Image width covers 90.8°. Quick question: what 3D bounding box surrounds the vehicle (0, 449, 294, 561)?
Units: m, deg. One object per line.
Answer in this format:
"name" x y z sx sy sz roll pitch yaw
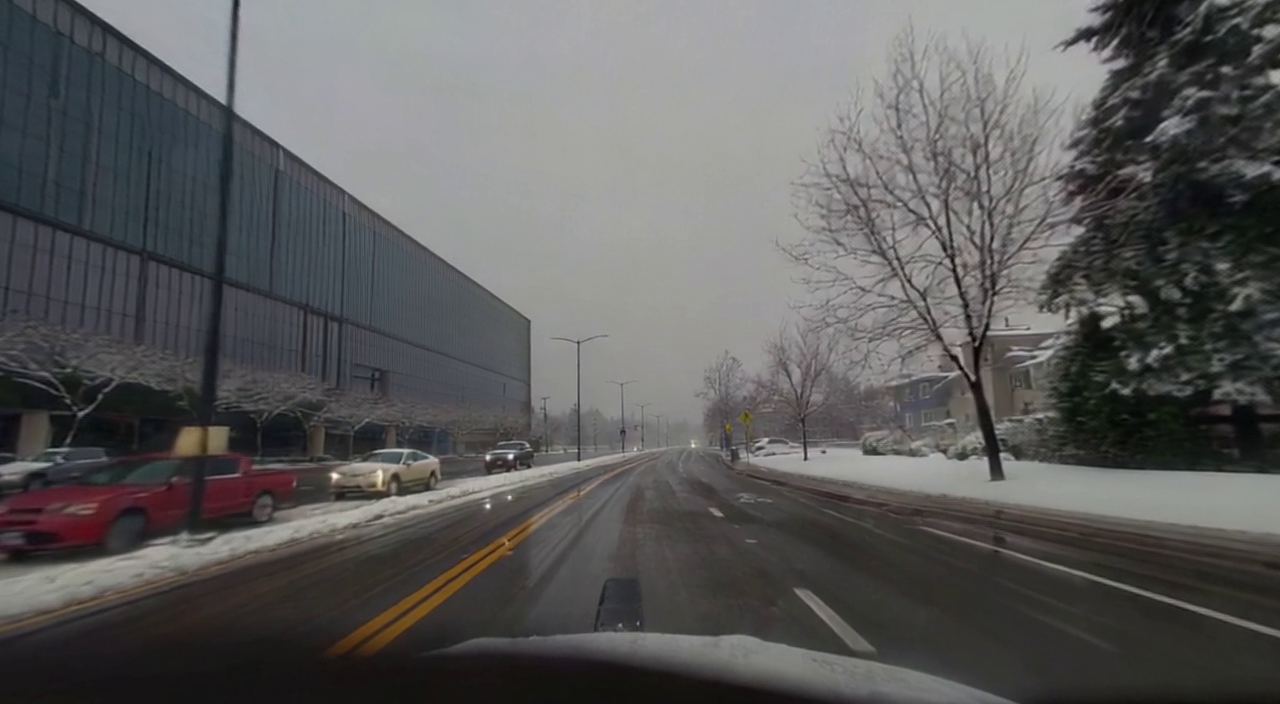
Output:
"vehicle" -8.257 2.429 10.906 1.845 1.456 4.616 0 -8 1

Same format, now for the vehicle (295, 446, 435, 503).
"vehicle" -8.089 3.608 19.196 1.983 1.486 4.707 0 -8 2

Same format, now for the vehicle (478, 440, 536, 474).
"vehicle" -7.333 5.819 35.217 1.988 1.755 4.568 0 -8 3
